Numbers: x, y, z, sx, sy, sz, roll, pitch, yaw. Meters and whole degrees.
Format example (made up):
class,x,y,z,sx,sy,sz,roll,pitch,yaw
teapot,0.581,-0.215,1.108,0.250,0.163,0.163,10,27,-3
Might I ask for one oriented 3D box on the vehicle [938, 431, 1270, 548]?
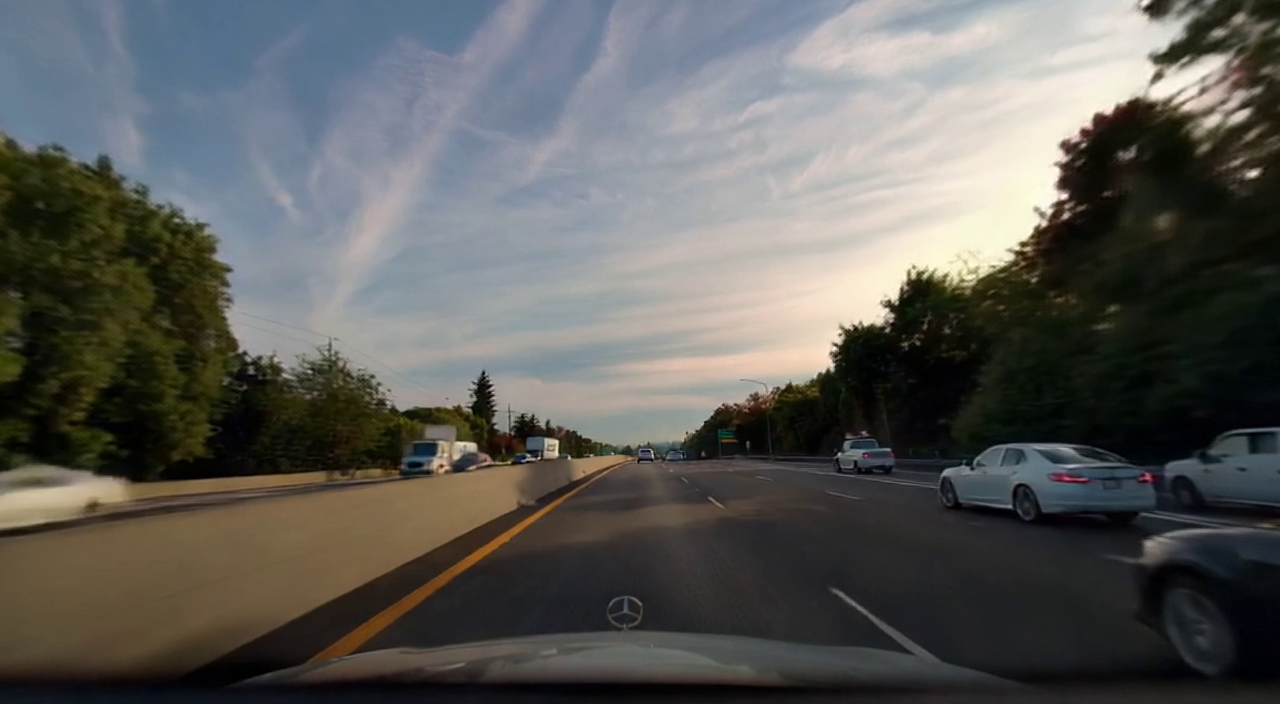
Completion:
class,x,y,z,sx,sy,sz,roll,pitch,yaw
vehicle,7.200,2.163,10.639,1.977,1.502,4.670,0,-9,-1

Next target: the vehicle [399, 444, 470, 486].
class,x,y,z,sx,sy,sz,roll,pitch,yaw
vehicle,-10.992,6.054,34.139,2.132,2.054,5.061,0,-9,-1

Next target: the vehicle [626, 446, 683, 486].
class,x,y,z,sx,sy,sz,roll,pitch,yaw
vehicle,0.551,4.690,26.243,2.177,1.520,4.278,0,-9,0

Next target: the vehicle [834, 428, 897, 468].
class,x,y,z,sx,sy,sz,roll,pitch,yaw
vehicle,14.851,6.363,41.828,2.115,2.446,5.323,0,-9,0

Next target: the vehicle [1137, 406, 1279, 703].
class,x,y,z,sx,sy,sz,roll,pitch,yaw
vehicle,3.699,0.740,1.168,2.029,1.475,4.279,0,-9,0
